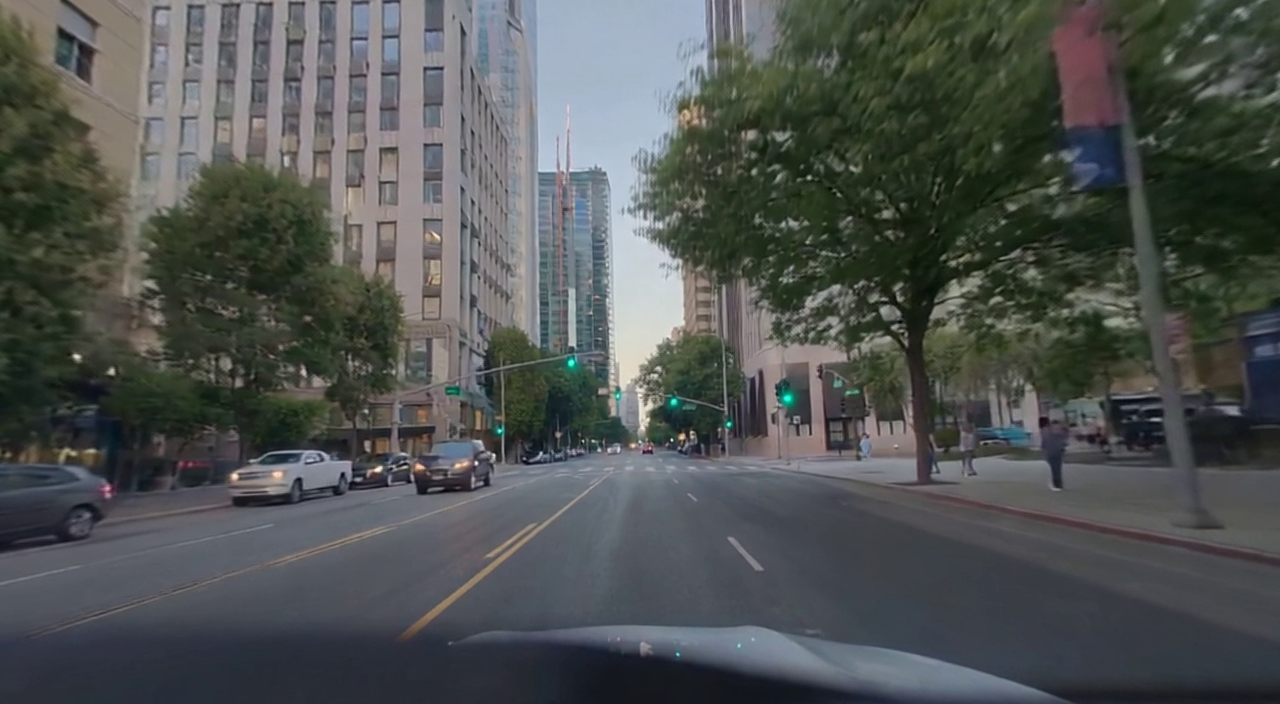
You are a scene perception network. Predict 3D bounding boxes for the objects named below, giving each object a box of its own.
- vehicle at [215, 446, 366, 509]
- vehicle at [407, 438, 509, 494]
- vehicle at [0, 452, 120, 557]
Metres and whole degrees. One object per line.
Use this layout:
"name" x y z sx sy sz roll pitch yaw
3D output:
"vehicle" -12.211 4.363 22.551 2.126 1.963 5.547 0 -8 1
"vehicle" -6.044 3.816 21.461 2.128 1.704 4.343 0 -8 1
"vehicle" -12.341 2.719 11.123 2.075 1.809 4.804 0 -8 0
